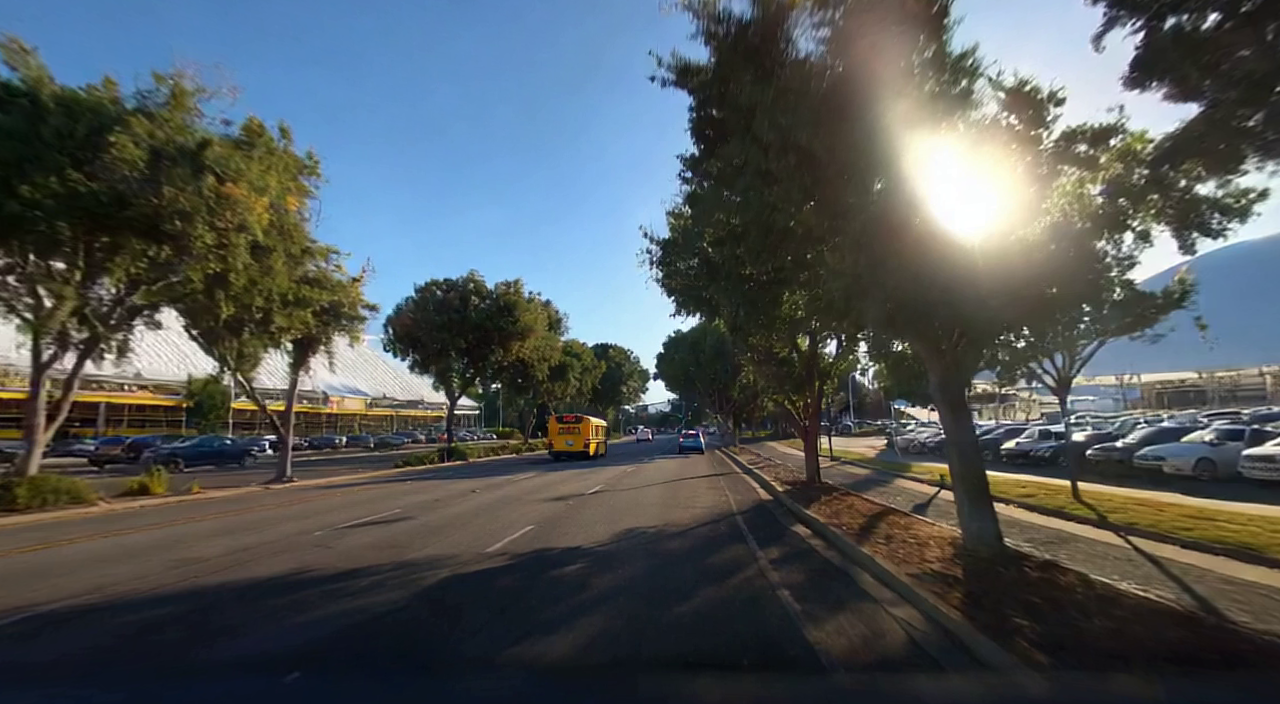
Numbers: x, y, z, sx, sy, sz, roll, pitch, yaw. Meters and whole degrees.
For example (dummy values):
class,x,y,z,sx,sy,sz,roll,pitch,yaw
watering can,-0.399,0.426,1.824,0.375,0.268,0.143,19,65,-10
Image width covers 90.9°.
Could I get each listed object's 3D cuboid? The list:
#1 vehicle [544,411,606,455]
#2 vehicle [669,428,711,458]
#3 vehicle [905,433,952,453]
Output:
class,x,y,z,sx,sy,sz,roll,pitch,yaw
vehicle,-3.986,5.240,40.193,2.485,2.556,6.363,-1,-9,7
vehicle,2.738,4.949,34.248,2.123,1.498,4.226,-1,-9,5
vehicle,22.388,7.121,49.121,1.849,1.466,4.831,-1,-9,7
